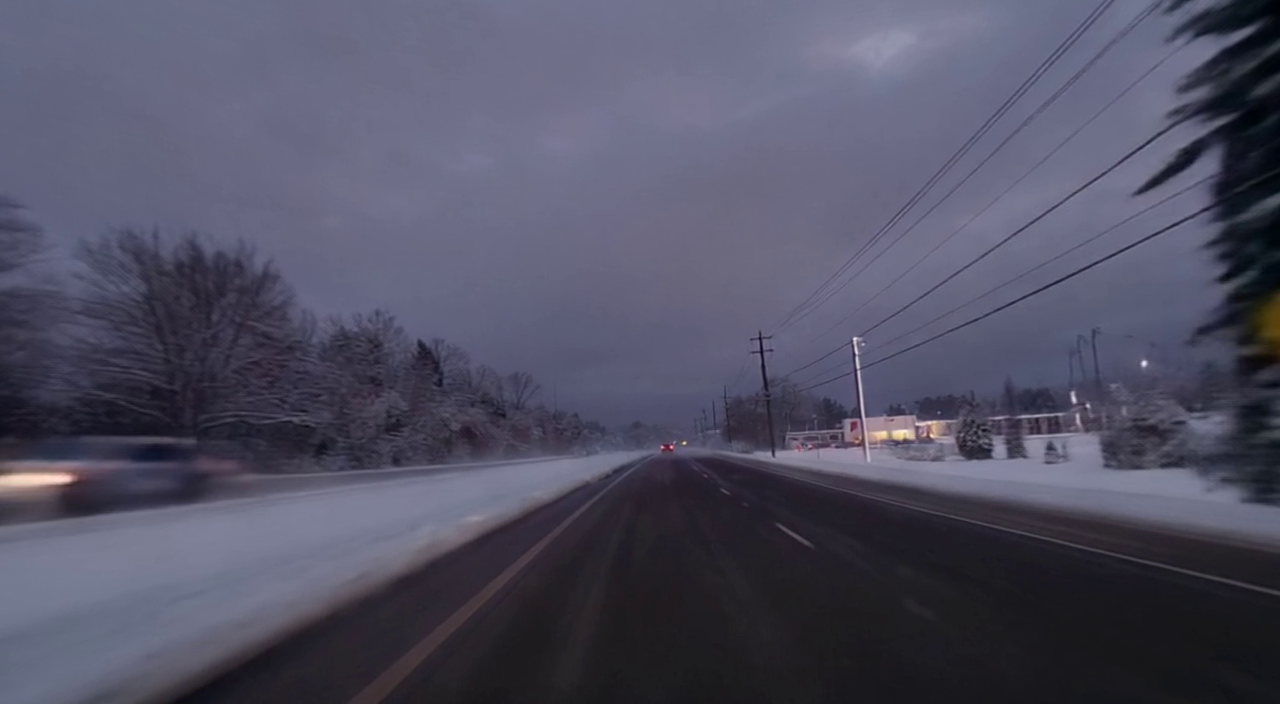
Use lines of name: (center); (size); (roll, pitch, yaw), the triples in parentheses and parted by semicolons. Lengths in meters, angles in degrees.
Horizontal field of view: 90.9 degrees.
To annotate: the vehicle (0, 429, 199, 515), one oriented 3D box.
vehicle: (-16.563, 3.449, 18.692); (2.429, 2.067, 6.210); (-1, -9, 1)
